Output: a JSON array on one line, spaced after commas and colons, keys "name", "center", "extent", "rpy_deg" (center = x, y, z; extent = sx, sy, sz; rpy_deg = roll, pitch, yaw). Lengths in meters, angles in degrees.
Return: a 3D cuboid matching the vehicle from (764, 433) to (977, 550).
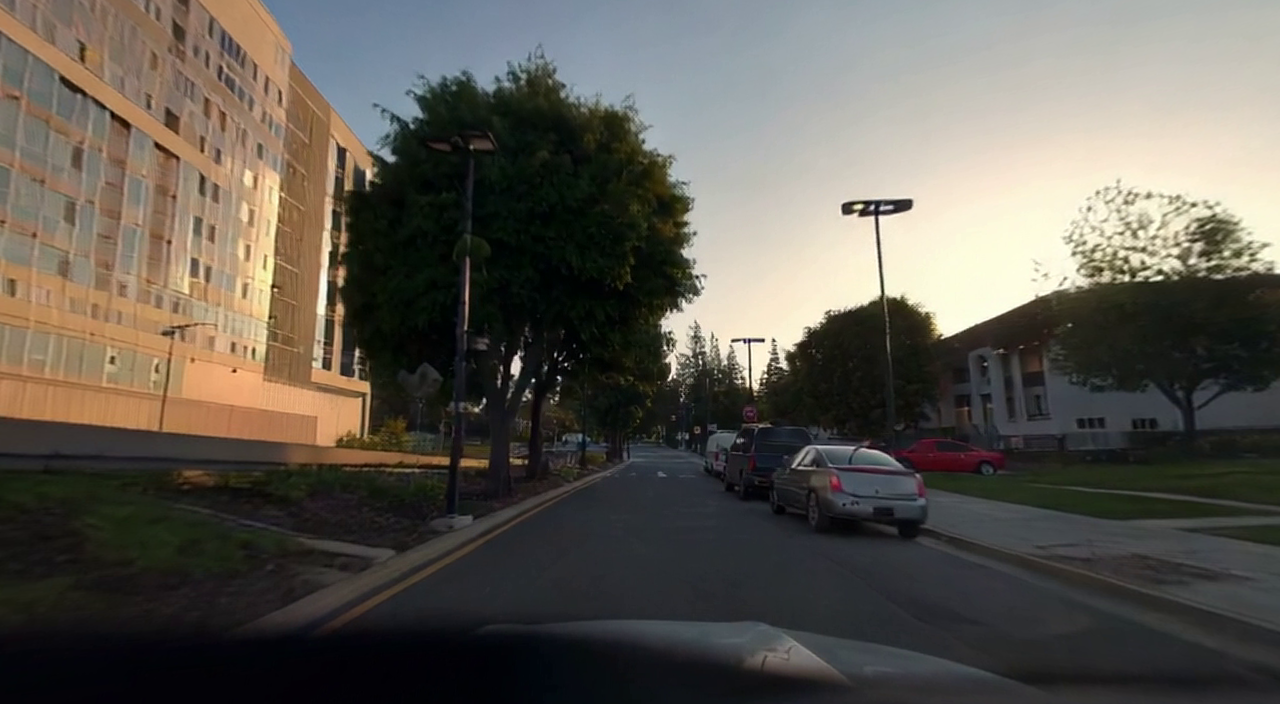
[{"name": "vehicle", "center": [3.326, 2.084, 10.161], "extent": [1.848, 1.442, 4.425], "rpy_deg": [0, -9, 1]}]
